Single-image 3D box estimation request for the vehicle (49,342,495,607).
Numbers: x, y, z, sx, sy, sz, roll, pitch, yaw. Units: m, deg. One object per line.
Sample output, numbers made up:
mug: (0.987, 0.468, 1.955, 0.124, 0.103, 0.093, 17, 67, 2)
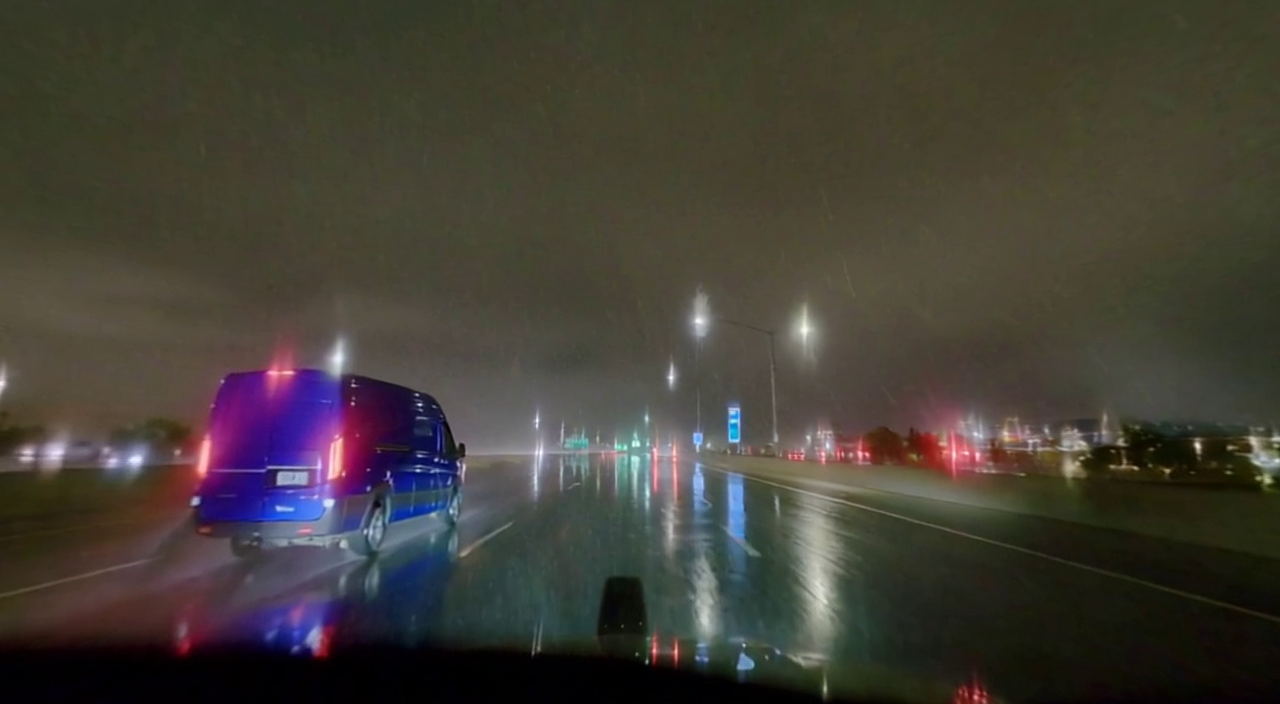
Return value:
vehicle: (-3.754, 1.430, 8.106, 2.372, 2.248, 5.393, 0, -9, 1)
